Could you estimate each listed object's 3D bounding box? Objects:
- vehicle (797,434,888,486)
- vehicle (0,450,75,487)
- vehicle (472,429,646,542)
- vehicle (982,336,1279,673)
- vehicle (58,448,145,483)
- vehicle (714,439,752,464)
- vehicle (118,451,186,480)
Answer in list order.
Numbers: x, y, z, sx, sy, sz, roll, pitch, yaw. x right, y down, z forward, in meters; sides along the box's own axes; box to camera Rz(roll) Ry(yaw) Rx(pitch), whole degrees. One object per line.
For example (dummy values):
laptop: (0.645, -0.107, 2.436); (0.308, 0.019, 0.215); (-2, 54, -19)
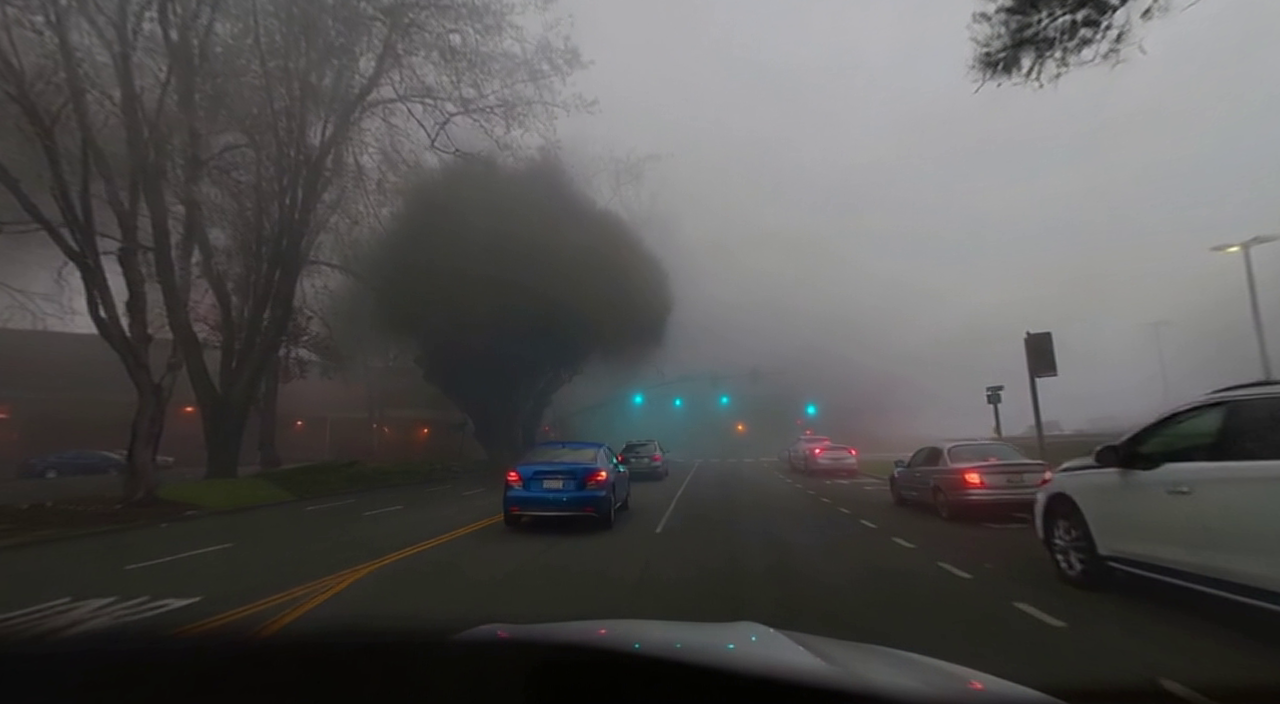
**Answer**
vehicle: (6.490, 3.504, 20.784); (1.910, 1.493, 4.490); (-1, -8, 6)
vehicle: (-27.203, 5.184, 28.431); (3.865, 1.499, 1.804); (-6, -11, 37)
vehicle: (-1.080, 2.112, 10.723); (1.968, 1.497, 4.286); (-1, -8, 6)
vehicle: (4.903, 0.992, 4.398); (2.324, 1.907, 5.634); (-1, -8, 6)
vehicle: (-26.671, 5.550, 31.266); (4.127, 1.583, 1.978); (-5, -10, 32)
vehicle: (5.635, 6.101, 38.852); (2.095, 1.473, 4.301); (-1, -8, 6)
vehicle: (-26.109, 6.035, 33.765); (3.527, 1.390, 1.681); (-6, -10, 33)
